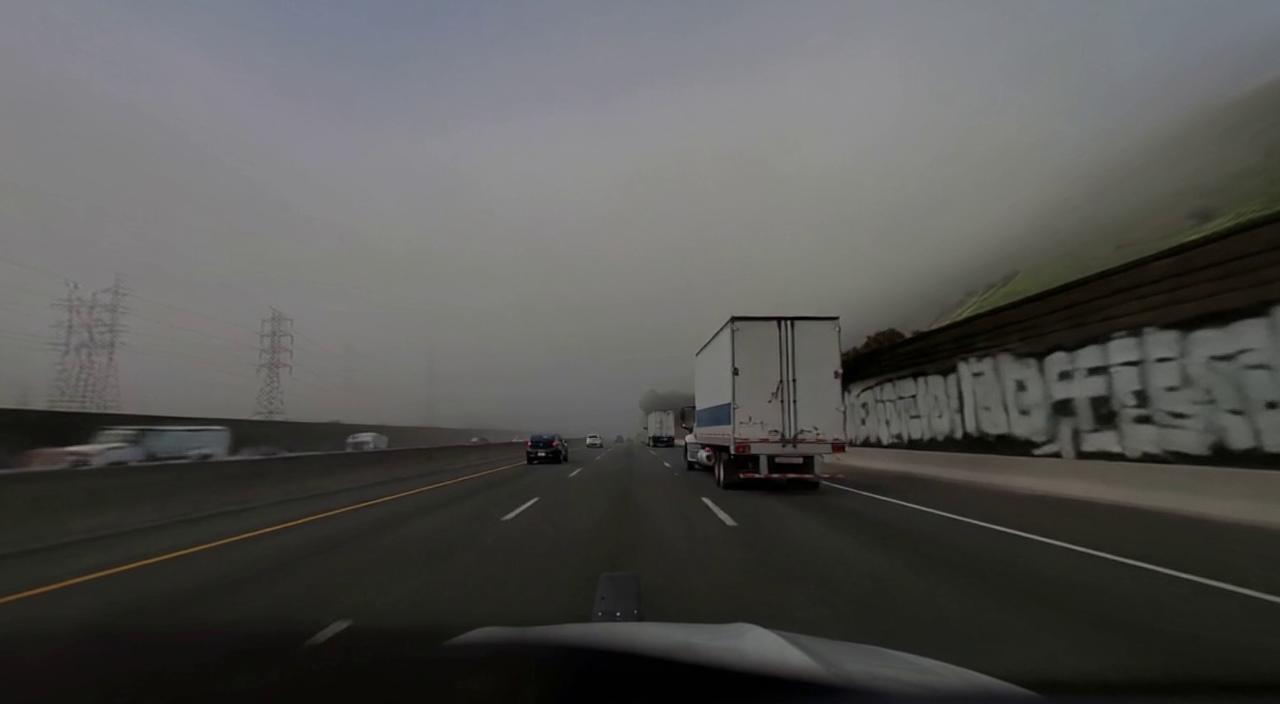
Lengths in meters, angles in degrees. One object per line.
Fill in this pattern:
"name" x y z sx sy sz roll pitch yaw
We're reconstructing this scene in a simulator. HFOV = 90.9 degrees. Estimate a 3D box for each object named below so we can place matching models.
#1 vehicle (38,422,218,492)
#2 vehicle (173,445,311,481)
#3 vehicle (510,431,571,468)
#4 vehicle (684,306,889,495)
"vehicle" -19.691 4.041 24.755 2.276 2.402 5.767 0 -8 -1
"vehicle" -19.859 5.550 32.057 2.452 1.504 7.142 0 -8 -1
"vehicle" -4.290 4.267 27.882 1.965 1.486 4.448 0 -8 0
"vehicle" 3.347 1.690 18.372 3.060 3.842 11.095 0 -8 -1
